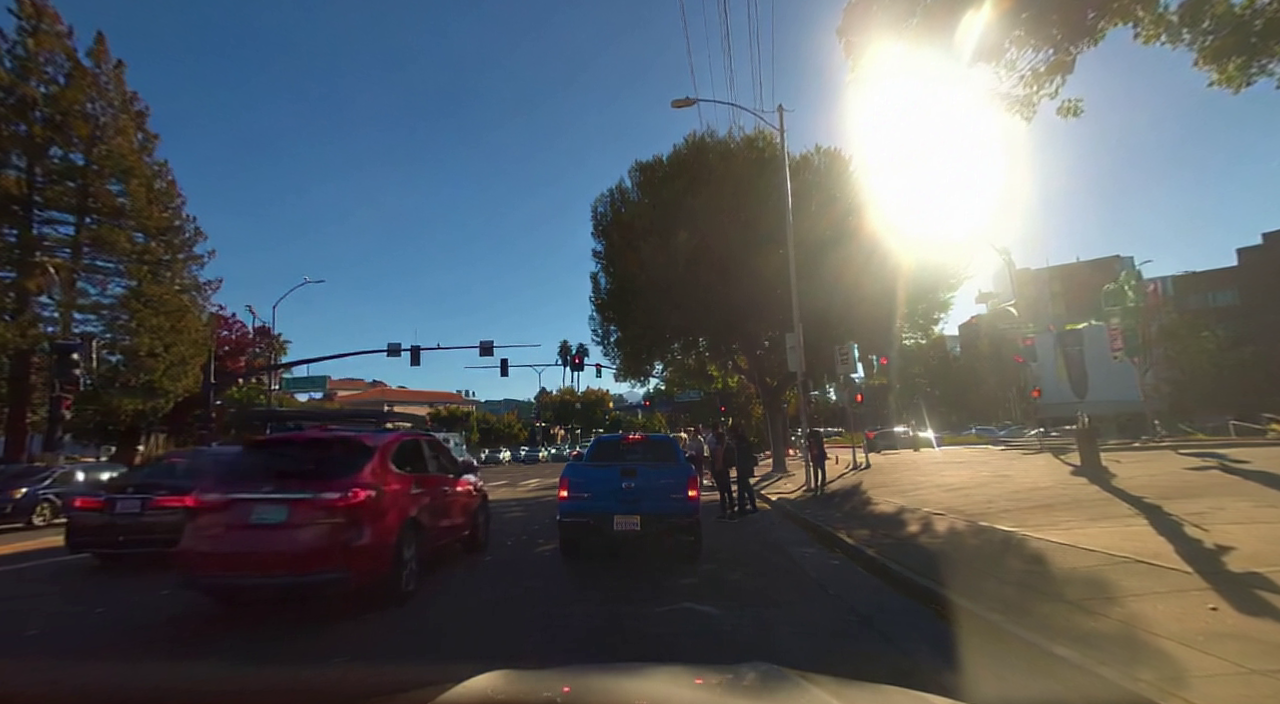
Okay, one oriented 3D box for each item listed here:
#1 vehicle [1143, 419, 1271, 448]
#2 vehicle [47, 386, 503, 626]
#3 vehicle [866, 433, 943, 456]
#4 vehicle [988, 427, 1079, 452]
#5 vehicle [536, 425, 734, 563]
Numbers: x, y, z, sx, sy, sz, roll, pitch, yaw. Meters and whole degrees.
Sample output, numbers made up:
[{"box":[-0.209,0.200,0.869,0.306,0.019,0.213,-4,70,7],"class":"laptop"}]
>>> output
[{"box":[30.631,4.460,34.122,4.739,1.472,1.804,-5,-10,29],"class":"vehicle"},{"box":[-3.380,1.555,7.406,2.223,1.826,4.990,0,-9,2],"class":"vehicle"},{"box":[17.496,6.127,41.572,4.441,1.452,1.798,-5,-10,30],"class":"vehicle"},{"box":[23.824,5.328,38.152,4.454,1.440,1.816,-5,-10,30],"class":"vehicle"},{"box":[-0.040,1.887,9.077,2.182,1.501,4.150,0,-9,0],"class":"vehicle"}]
